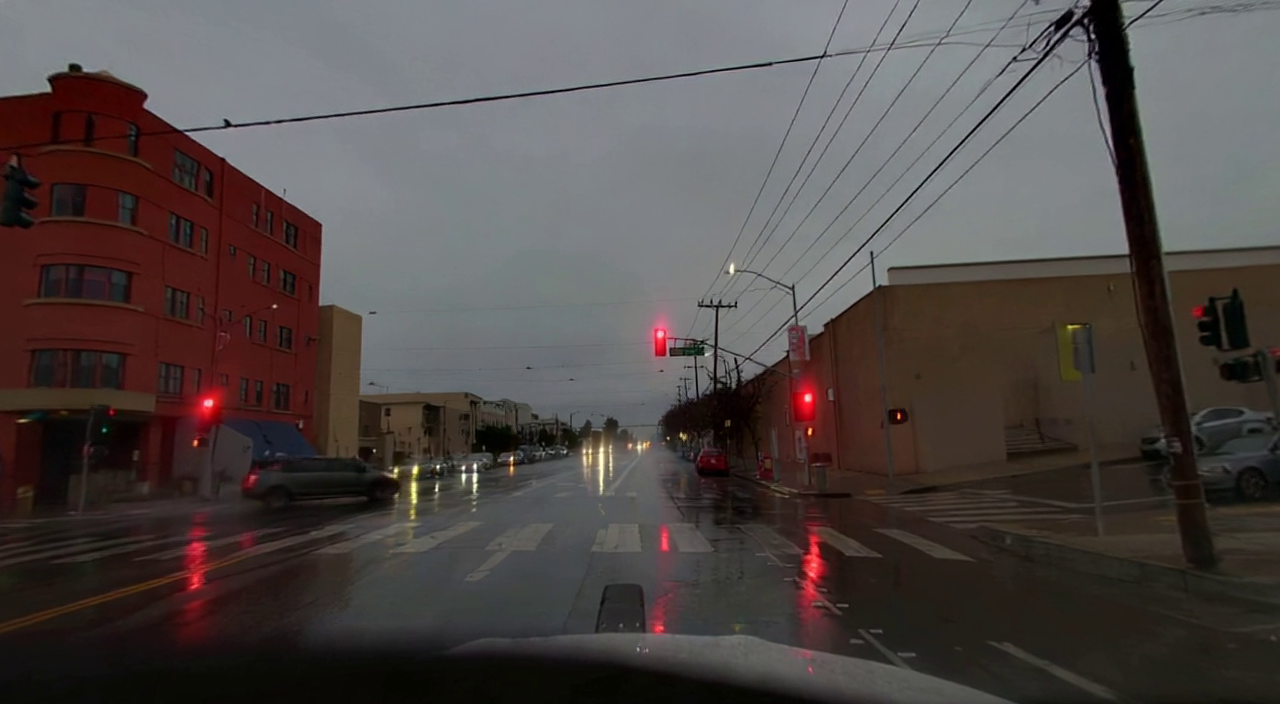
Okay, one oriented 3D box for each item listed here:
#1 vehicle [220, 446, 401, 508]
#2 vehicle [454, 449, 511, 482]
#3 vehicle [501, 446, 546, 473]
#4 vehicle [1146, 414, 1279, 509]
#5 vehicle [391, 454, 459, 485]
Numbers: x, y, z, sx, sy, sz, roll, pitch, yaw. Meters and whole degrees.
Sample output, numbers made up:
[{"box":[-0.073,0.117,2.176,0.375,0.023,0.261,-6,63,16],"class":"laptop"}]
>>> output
[{"box":[-9.853,3.705,19.089,4.525,1.650,2.120,5,-10,-28],"class":"vehicle"},{"box":[-8.726,6.314,35.244,2.020,1.672,3.842,0,-9,3],"class":"vehicle"},{"box":[-8.263,7.653,45.075,2.096,1.830,4.752,0,-9,2],"class":"vehicle"},{"box":[12.760,2.200,12.816,3.234,1.746,1.941,1,-8,-4],"class":"vehicle"},{"box":[-12.045,6.597,35.622,1.943,1.574,4.727,0,-9,3],"class":"vehicle"}]
